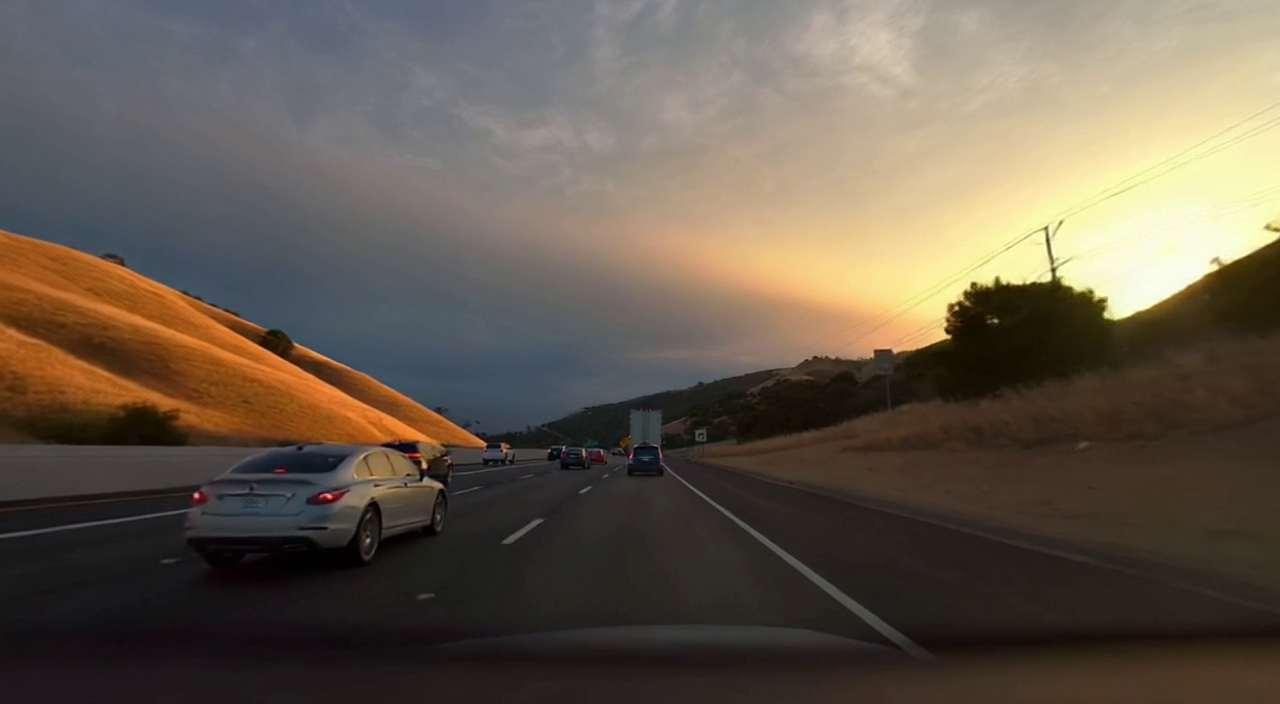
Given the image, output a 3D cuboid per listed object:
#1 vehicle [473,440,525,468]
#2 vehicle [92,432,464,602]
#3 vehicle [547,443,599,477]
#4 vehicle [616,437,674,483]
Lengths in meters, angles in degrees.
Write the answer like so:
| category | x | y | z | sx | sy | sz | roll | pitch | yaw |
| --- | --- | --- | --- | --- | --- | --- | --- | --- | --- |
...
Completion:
| category | x | y | z | sx | sy | sz | roll | pitch | yaw |
| --- | --- | --- | --- | --- | --- | --- | --- | --- | --- |
| vehicle | -10.798 | 7.889 | 48.939 | 2.421 | 2.025 | 6.236 | 1 | -8 | 2 |
| vehicle | -3.885 | 1.813 | 7.962 | 1.943 | 1.468 | 4.547 | 1 | -8 | 1 |
| vehicle | -3.458 | 5.693 | 33.532 | 2.155 | 1.661 | 4.477 | 1 | -8 | 2 |
| vehicle | 0.202 | 4.612 | 27.159 | 2.281 | 1.795 | 4.297 | 1 | -8 | 0 |
